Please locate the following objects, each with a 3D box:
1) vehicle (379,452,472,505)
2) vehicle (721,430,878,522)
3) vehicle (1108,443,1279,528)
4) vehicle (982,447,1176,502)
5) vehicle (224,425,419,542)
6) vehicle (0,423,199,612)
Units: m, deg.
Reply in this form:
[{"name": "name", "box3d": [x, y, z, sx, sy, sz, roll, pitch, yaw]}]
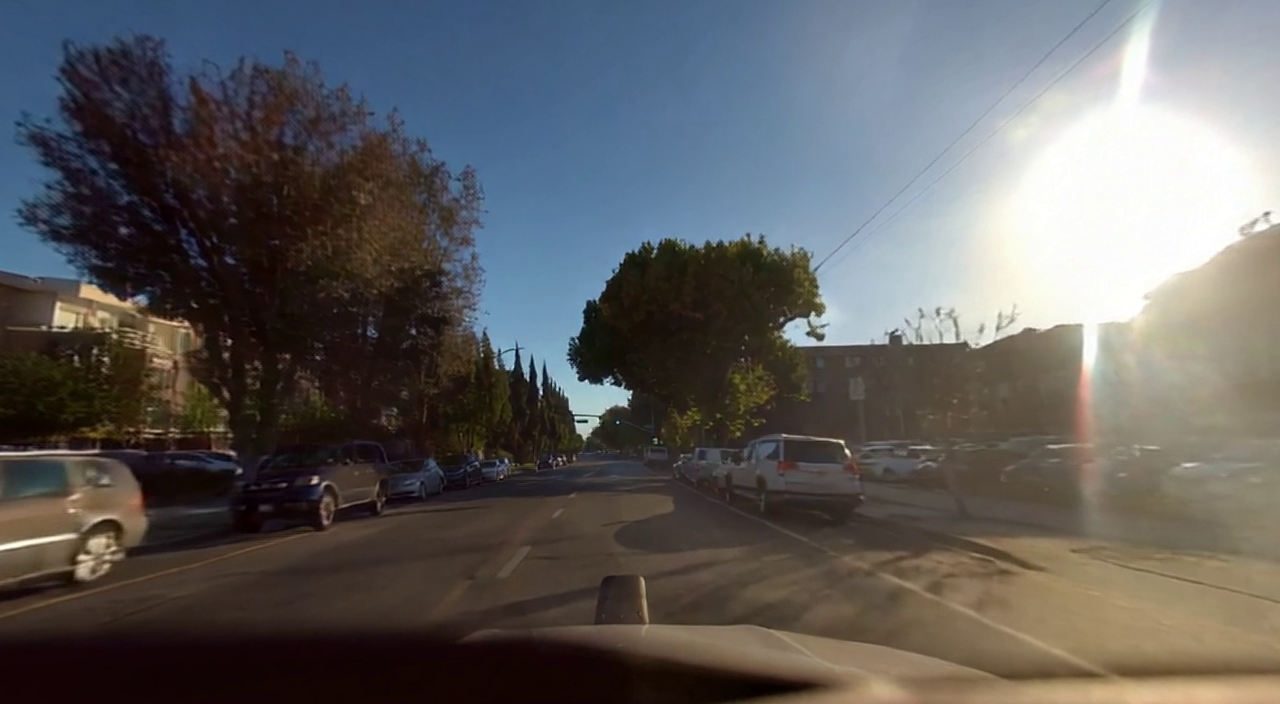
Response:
[{"name": "vehicle", "box3d": [-7.846, 4.627, 23.624, 2.113, 1.486, 4.774, -2, -7, -4]}, {"name": "vehicle", "box3d": [3.625, 2.958, 15.773, 2.255, 1.863, 5.629, 0, -9, -2]}, {"name": "vehicle", "box3d": [12.152, 2.620, 12.459, 4.265, 1.454, 2.065, 2, -9, -3]}, {"name": "vehicle", "box3d": [12.019, 3.345, 17.499, 3.965, 1.403, 1.840, 0, -9, -2]}, {"name": "vehicle", "box3d": [-7.582, 3.042, 15.876, 2.382, 2.223, 5.472, -3, -6, -4]}, {"name": "vehicle", "box3d": [-7.436, 1.709, 6.436, 2.171, 1.838, 5.344, -1, -11, -3]}]
